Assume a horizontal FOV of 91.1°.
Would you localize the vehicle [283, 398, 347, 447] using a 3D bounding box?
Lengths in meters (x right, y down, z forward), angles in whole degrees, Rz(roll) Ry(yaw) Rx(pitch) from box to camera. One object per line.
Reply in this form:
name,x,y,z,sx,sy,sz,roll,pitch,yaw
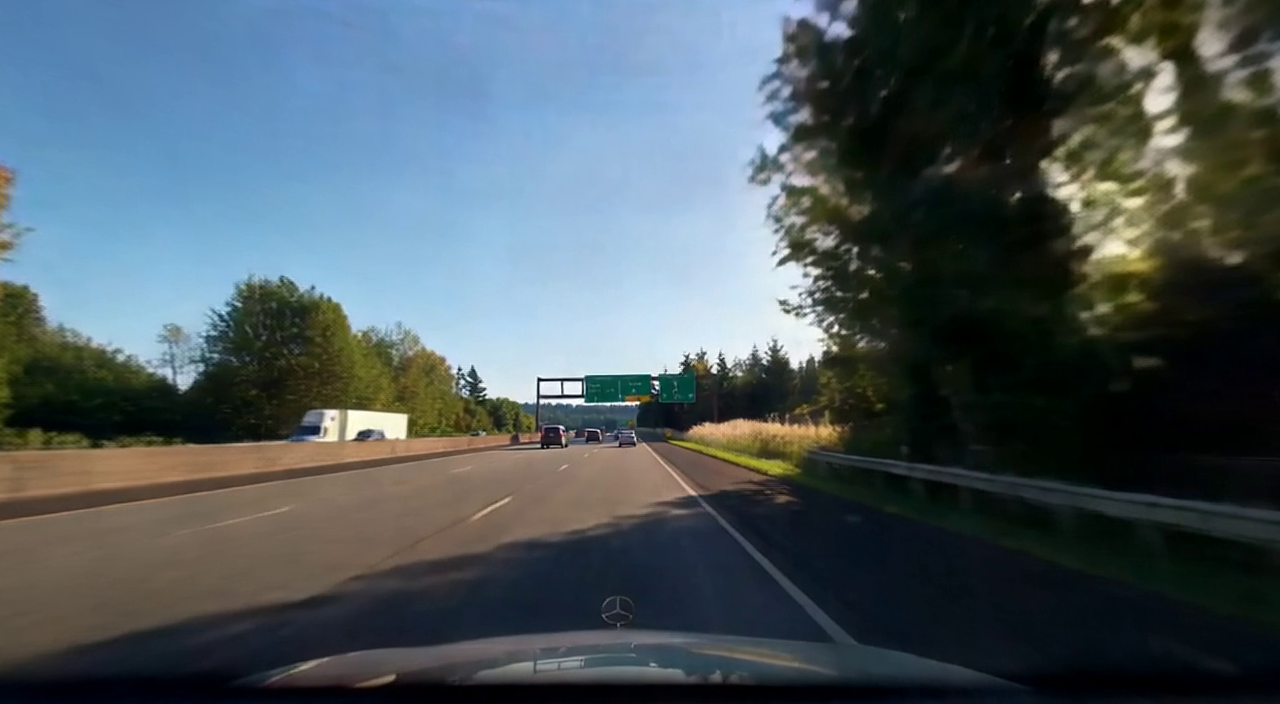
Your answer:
vehicle,-24.201,5.295,46.973,2.906,3.475,3.315,0,-8,-1
